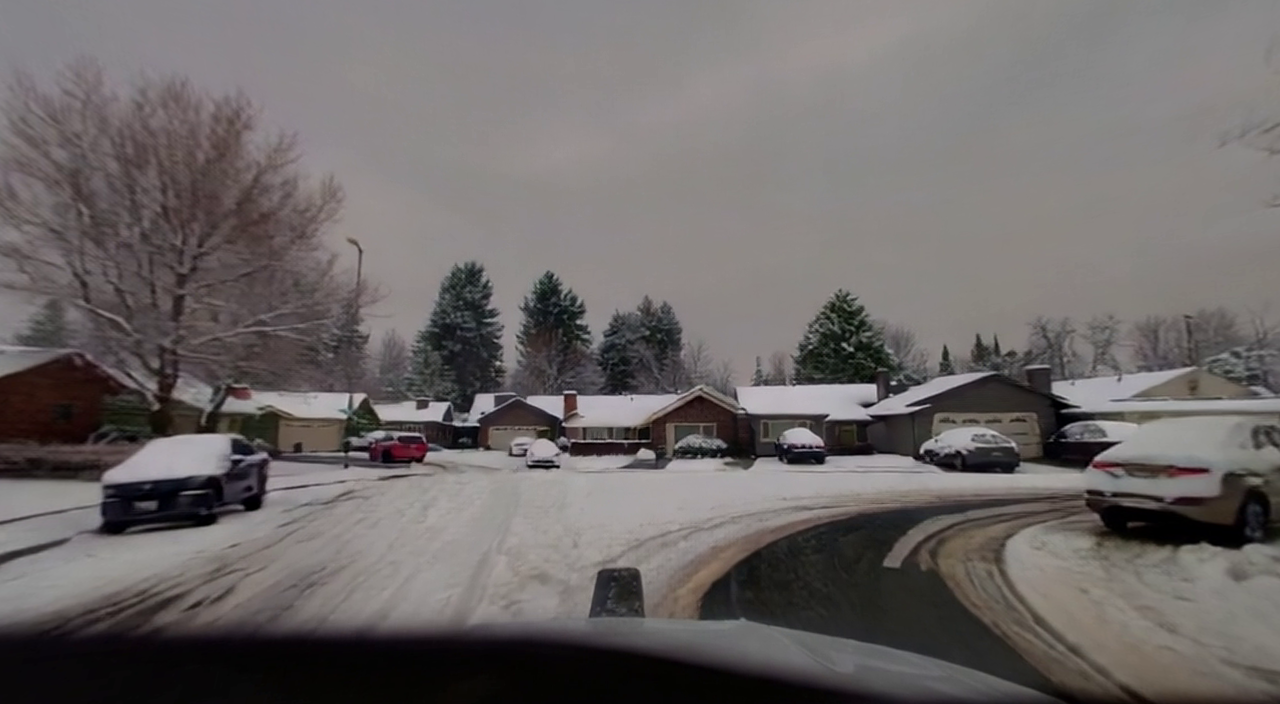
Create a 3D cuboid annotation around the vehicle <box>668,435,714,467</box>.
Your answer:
[{"bbox_3d":[2.579,5.101,32.648,1.833,1.540,3.532,0,-8,-3],"label":"vehicle"}]

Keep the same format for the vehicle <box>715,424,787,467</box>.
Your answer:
[{"bbox_3d":[5.579,4.832,32.595,2.455,2.018,5.271,0,-8,-3],"label":"vehicle"}]

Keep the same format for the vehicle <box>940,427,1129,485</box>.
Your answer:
[{"bbox_3d":[13.143,3.513,21.509,5.082,1.789,1.947,-4,-9,23],"label":"vehicle"}]

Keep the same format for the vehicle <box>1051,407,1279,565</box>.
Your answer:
[{"bbox_3d":[8.658,1.823,9.330,4.863,1.784,2.109,4,-10,-28],"label":"vehicle"}]

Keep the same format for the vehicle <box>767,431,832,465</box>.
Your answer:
[{"bbox_3d":[8.378,5.087,33.559,2.160,1.695,4.183,0,-8,-3],"label":"vehicle"}]

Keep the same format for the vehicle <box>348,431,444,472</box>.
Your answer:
[{"bbox_3d":[-12.021,4.831,30.944,5.096,1.824,2.305,-8,-11,42],"label":"vehicle"}]

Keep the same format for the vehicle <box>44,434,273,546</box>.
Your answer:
[{"bbox_3d":[-7.896,2.210,11.013,2.236,1.459,4.832,4,-9,-26],"label":"vehicle"}]

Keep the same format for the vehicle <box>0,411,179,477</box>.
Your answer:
[{"bbox_3d":[-15.913,2.580,17.735,4.400,1.717,2.067,-1,-8,6],"label":"vehicle"}]

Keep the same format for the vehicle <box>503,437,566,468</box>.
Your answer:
[{"bbox_3d":[-5.693,5.321,33.662,1.932,1.518,4.343,5,-10,-29],"label":"vehicle"}]
